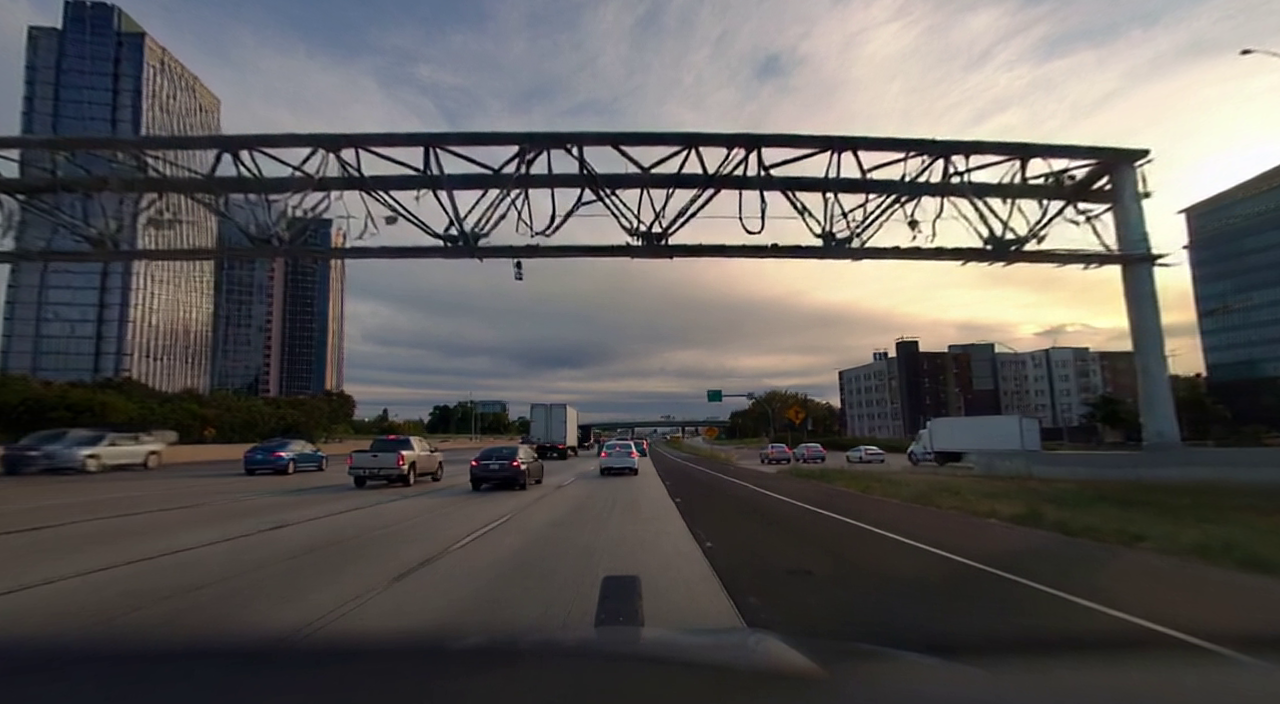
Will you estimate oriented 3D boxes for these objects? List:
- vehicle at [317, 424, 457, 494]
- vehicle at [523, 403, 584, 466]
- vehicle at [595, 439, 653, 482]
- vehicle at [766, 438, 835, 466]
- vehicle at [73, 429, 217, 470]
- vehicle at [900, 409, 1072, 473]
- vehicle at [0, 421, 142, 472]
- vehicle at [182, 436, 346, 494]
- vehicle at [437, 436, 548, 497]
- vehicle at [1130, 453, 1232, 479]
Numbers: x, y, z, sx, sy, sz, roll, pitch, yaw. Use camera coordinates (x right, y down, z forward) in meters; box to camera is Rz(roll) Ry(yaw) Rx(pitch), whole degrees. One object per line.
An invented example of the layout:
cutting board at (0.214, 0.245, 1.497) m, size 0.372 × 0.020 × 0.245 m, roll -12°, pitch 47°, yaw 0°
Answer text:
vehicle at (-7.455, 3.207, 19.231) m, size 2.190 × 1.821 × 4.800 m, roll 0°, pitch -8°, yaw 1°
vehicle at (-5.054, 5.088, 38.270) m, size 2.955 × 3.359 × 8.322 m, roll 1°, pitch -8°, yaw -3°
vehicle at (-0.558, 4.052, 23.808) m, size 1.991 × 1.488 × 3.922 m, roll 0°, pitch -8°, yaw 0°
vehicle at (12.236, 7.643, 48.458) m, size 2.415 × 1.972 × 5.572 m, roll 3°, pitch -9°, yaw -19°
vehicle at (-23.761, 4.721, 30.633) m, size 2.305 × 1.755 × 5.757 m, roll 0°, pitch -8°, yaw 0°
vehicle at (23.113, 6.060, 42.727) m, size 3.015 × 3.855 × 9.519 m, roll 8°, pitch -12°, yaw -43°
vehicle at (-30.215, 4.965, 33.332) m, size 2.545 × 2.415 × 6.150 m, roll 0°, pitch -8°, yaw 0°
vehicle at (-11.007, 3.318, 18.973) m, size 1.987 × 1.495 × 4.710 m, roll 0°, pitch -8°, yaw 1°
vehicle at (-4.013, 3.176, 17.910) m, size 2.016 × 1.497 × 4.235 m, roll 0°, pitch -8°, yaw 2°
vehicle at (32.853, 6.918, 38.324) m, size 4.258 × 1.498 × 1.904 m, roll 0°, pitch -8°, yaw 5°
